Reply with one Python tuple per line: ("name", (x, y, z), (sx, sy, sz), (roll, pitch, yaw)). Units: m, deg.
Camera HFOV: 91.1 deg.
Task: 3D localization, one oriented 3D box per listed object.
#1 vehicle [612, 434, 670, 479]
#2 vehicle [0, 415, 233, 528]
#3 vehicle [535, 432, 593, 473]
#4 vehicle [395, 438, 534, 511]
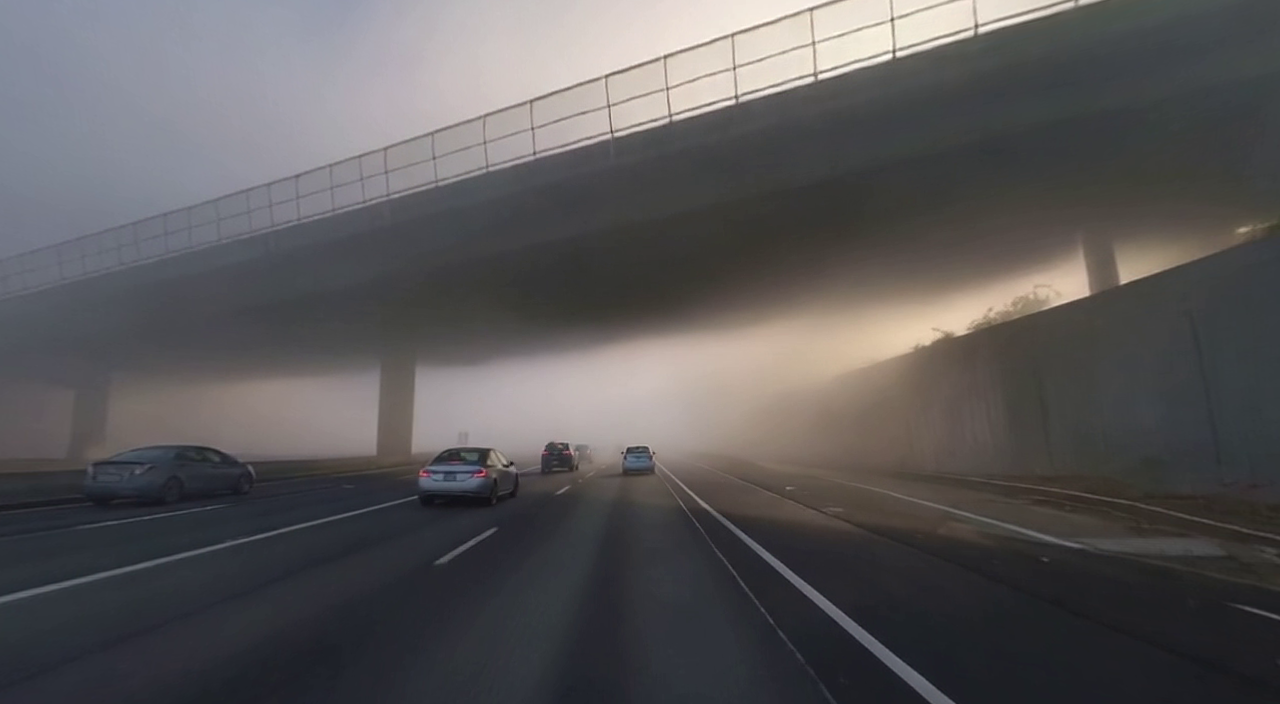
("vehicle", (0.044, 4.224, 25.725), (2.160, 1.678, 4.178), (0, -8, 0))
("vehicle", (-11.027, 2.306, 12.735), (2.119, 1.816, 5.019), (0, -8, 0))
("vehicle", (-3.649, 4.963, 31.155), (2.237, 1.841, 4.683), (0, -8, 1))
("vehicle", (-3.993, 2.845, 15.172), (1.997, 1.490, 4.471), (0, -8, 1))
